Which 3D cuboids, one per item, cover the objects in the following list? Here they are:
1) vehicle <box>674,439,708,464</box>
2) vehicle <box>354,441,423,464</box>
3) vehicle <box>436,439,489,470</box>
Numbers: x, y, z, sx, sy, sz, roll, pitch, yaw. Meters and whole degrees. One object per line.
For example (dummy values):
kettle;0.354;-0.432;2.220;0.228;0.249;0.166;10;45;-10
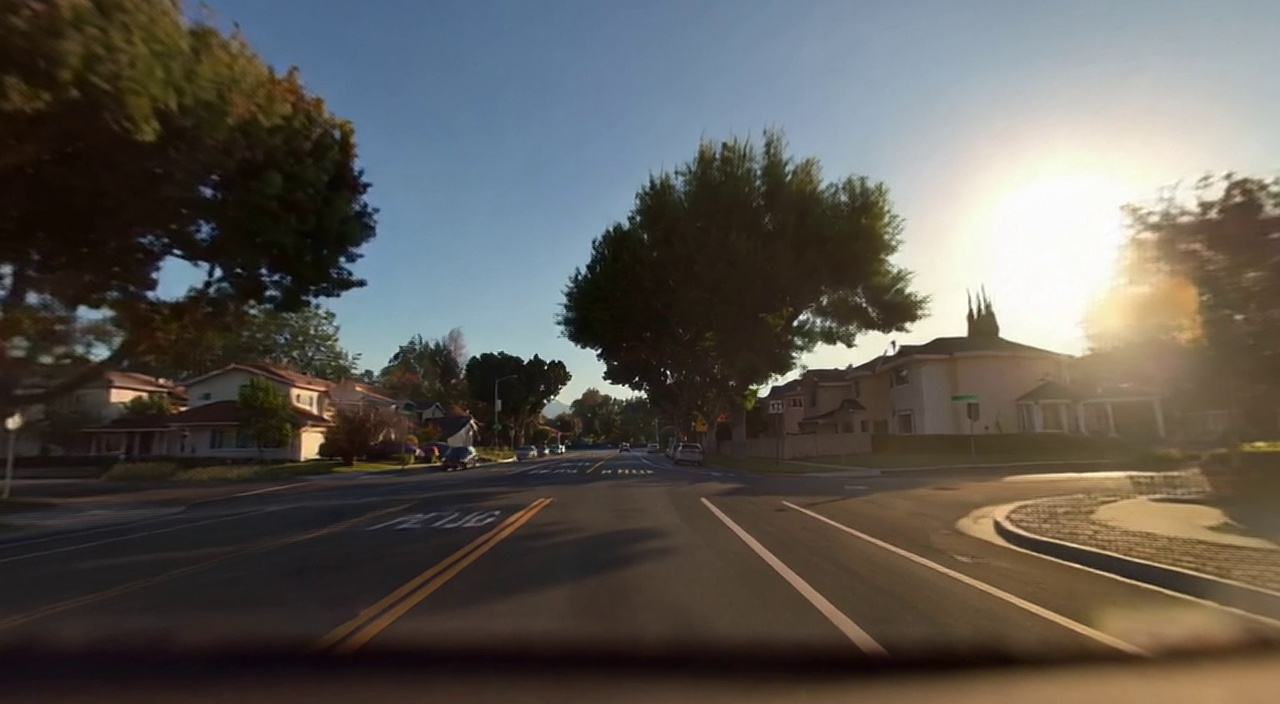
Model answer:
vehicle;3.741;7.404;47.058;2.027;1.751;4.433;0;-9;-2
vehicle;-19.516;7.819;49.188;4.450;1.677;2.027;0;-9;-3
vehicle;-12.217;7.103;43.881;2.199;1.988;5.454;0;-9;-2
